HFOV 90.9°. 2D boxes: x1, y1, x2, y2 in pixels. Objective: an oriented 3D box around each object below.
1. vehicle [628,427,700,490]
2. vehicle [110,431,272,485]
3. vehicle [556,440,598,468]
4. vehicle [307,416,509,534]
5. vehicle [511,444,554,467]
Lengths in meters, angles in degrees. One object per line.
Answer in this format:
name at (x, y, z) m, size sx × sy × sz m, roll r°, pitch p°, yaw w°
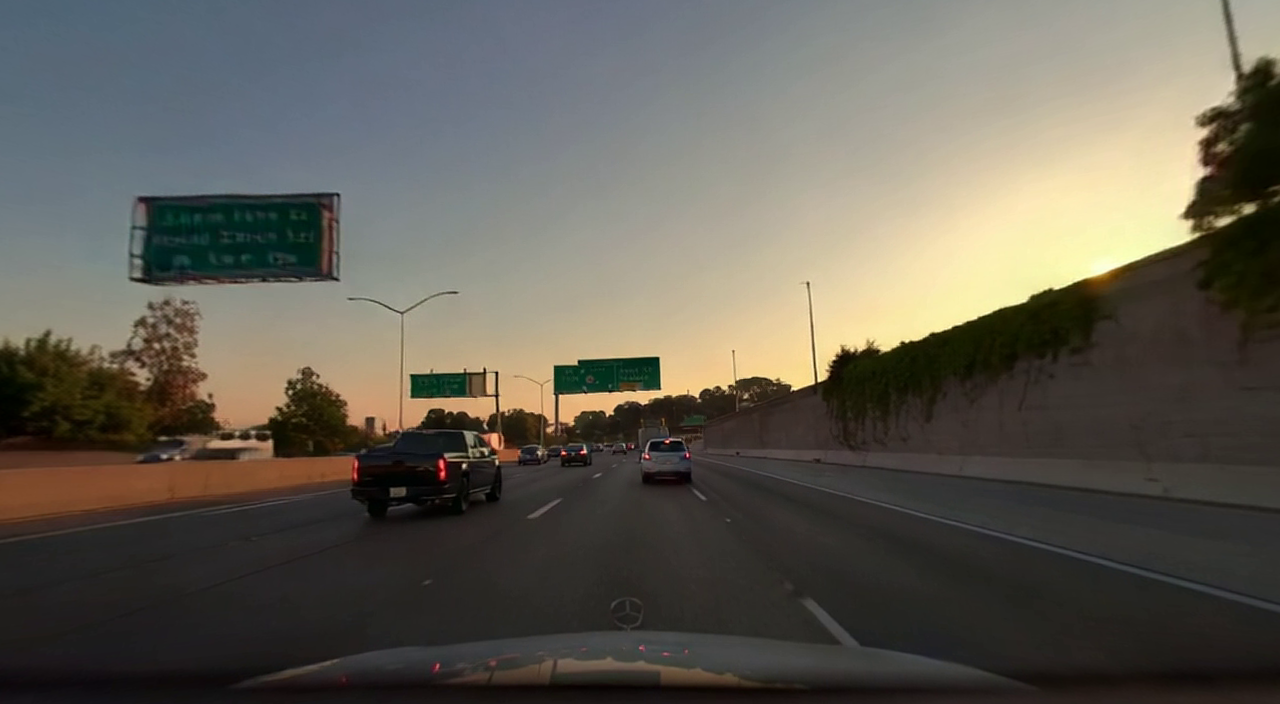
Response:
vehicle at (0.700, 3.442, 20.714) m, size 2.083 × 1.792 × 4.782 m, roll 0°, pitch -9°, yaw 0°
vehicle at (-16.159, 3.842, 23.129) m, size 2.058 × 1.758 × 4.937 m, roll -1°, pitch -9°, yaw 3°
vehicle at (-3.787, 6.230, 38.556) m, size 1.961 × 1.591 × 4.756 m, roll 0°, pitch -9°, yaw 1°
vehicle at (-4.132, 2.289, 12.385) m, size 1.954 × 1.792 × 5.187 m, roll 0°, pitch -9°, yaw 0°
vehicle at (-7.394, 7.174, 43.937) m, size 2.081 × 1.463 × 4.749 m, roll 0°, pitch -9°, yaw 1°
